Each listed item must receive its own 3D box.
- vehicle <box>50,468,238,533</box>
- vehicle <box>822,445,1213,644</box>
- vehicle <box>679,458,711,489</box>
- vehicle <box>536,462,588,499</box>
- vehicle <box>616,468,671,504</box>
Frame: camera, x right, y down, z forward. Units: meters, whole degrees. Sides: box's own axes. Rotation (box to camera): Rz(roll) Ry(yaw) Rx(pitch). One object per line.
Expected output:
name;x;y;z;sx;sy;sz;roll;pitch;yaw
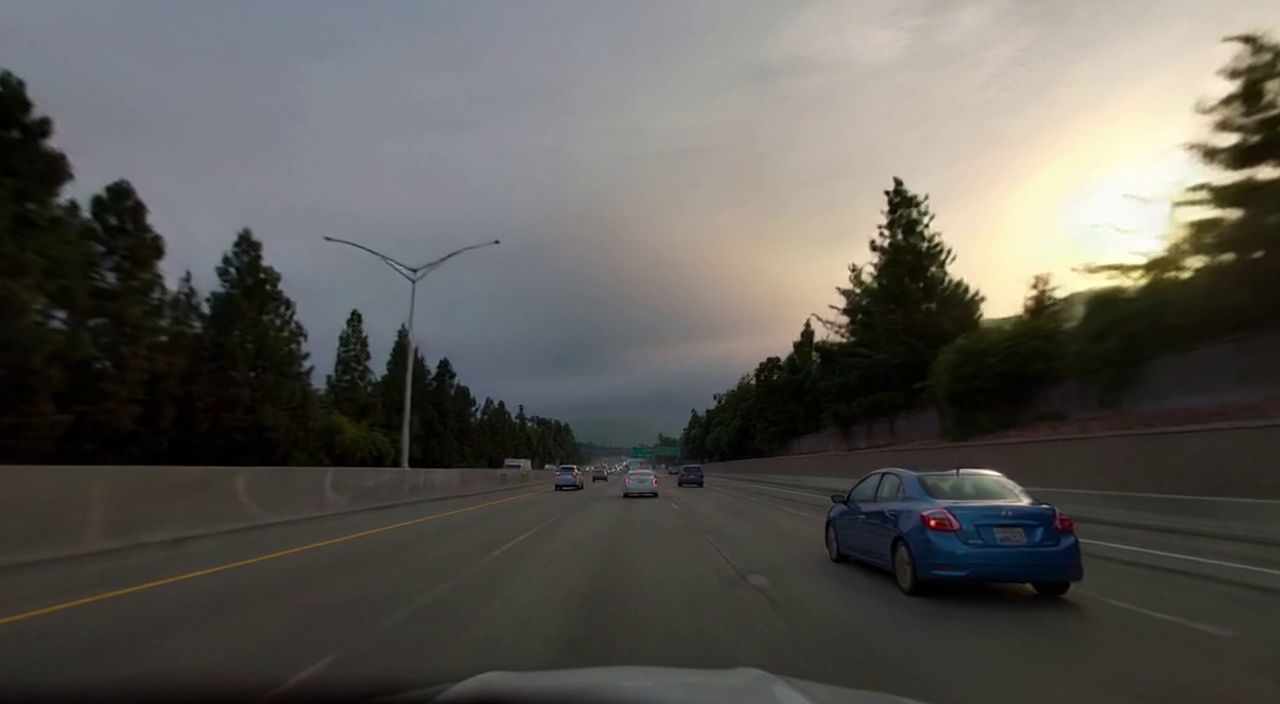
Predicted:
vehicle;-12.478;3.722;16.208;1.767;1.415;3.665;1;-10;1
vehicle;3.615;1.910;7.062;1.938;1.561;3.786;1;-10;-1
vehicle;4.146;9.195;47.767;2.030;2.172;3.621;1;-10;-1
vehicle;-3.910;6.510;32.179;2.021;1.706;4.247;0;-10;1
vehicle;0.152;5.835;27.709;2.241;1.425;3.973;1;-10;0
